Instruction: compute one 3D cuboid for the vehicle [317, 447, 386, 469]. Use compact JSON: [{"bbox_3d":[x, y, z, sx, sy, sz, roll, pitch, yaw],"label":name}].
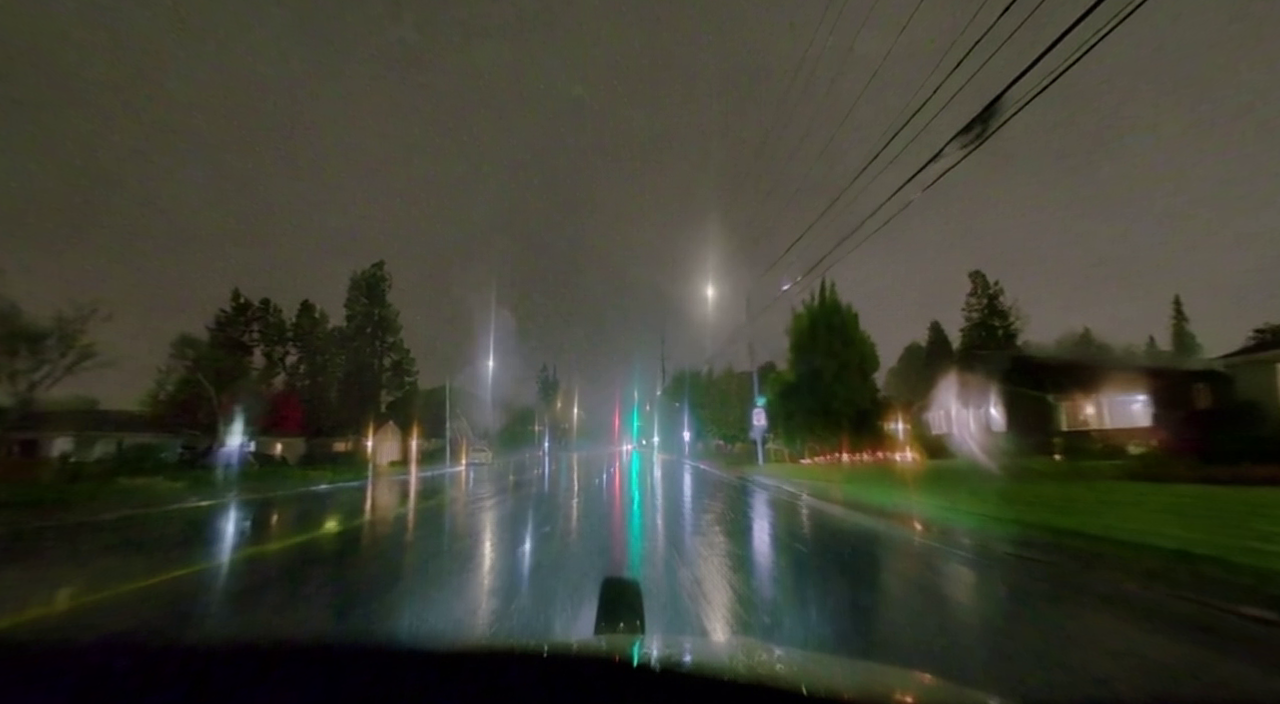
[{"bbox_3d":[-22.755,8.373,49.953,4.514,1.711,1.855,0,-9,0],"label":"vehicle"}]
